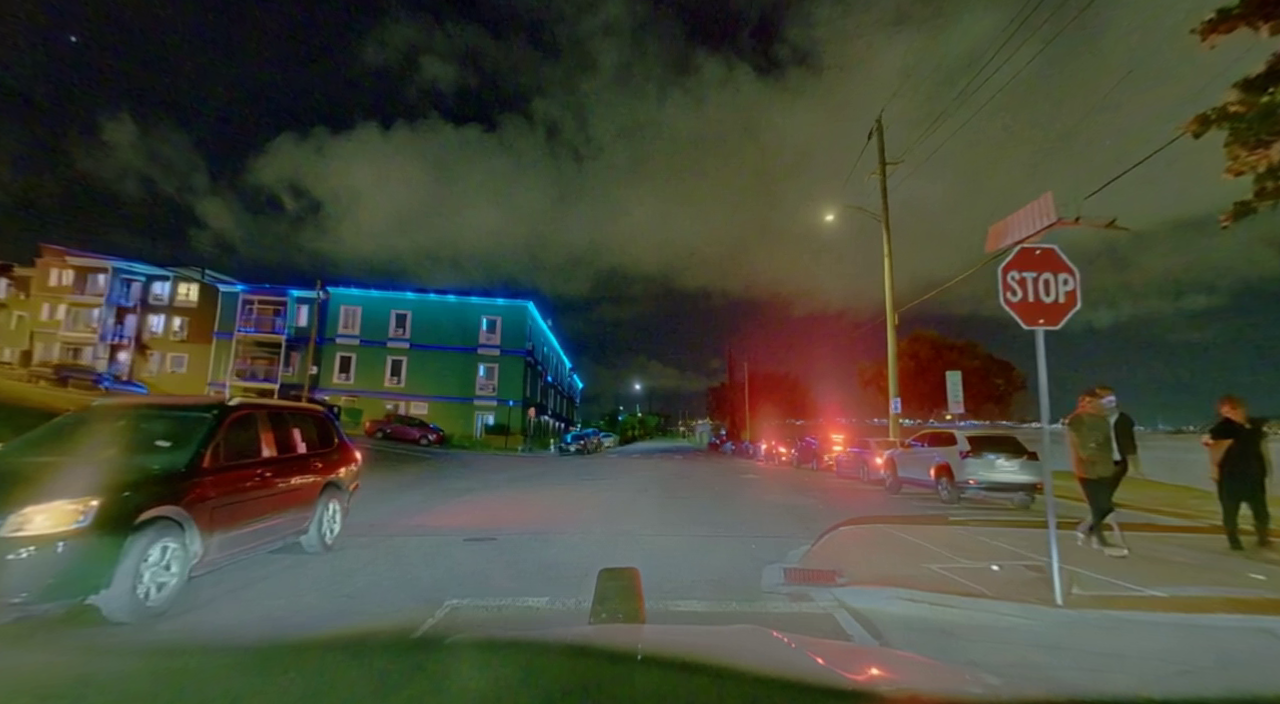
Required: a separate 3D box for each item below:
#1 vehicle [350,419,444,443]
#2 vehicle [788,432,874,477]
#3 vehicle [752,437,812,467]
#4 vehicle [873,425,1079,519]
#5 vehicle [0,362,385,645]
[{"bbox_3d":[-13.653,4.494,35.725,4.603,1.335,1.889,1,-9,-8],"label":"vehicle"},{"bbox_3d":[7.832,4.246,26.453,1.917,1.704,4.840,0,-8,-2],"label":"vehicle"},{"bbox_3d":[7.831,5.564,35.325,2.122,1.554,4.777,0,-8,-1],"label":"vehicle"},{"bbox_3d":[7.449,2.697,14.822,2.181,1.792,5.066,0,-8,2],"label":"vehicle"},{"bbox_3d":[-4.584,1.286,6.426,2.285,1.712,5.200,1,-9,-6],"label":"vehicle"}]
